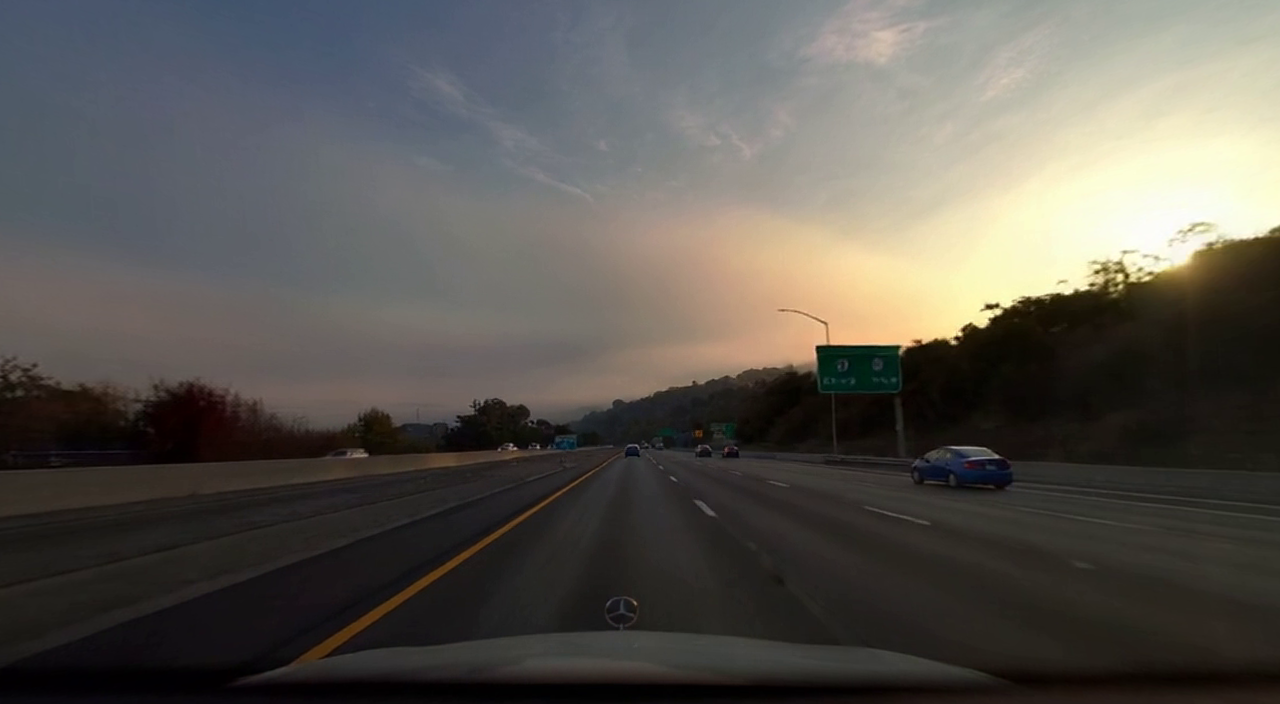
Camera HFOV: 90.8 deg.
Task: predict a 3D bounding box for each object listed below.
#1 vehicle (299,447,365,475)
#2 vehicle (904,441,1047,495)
[{"bbox_3d":[-21.232,7.519,43.793,2.059,1.687,5.067,0,-8,-1],"label":"vehicle"},{"bbox_3d":[10.667,3.684,20.595,2.024,1.481,4.747,1,-8,-1],"label":"vehicle"}]
